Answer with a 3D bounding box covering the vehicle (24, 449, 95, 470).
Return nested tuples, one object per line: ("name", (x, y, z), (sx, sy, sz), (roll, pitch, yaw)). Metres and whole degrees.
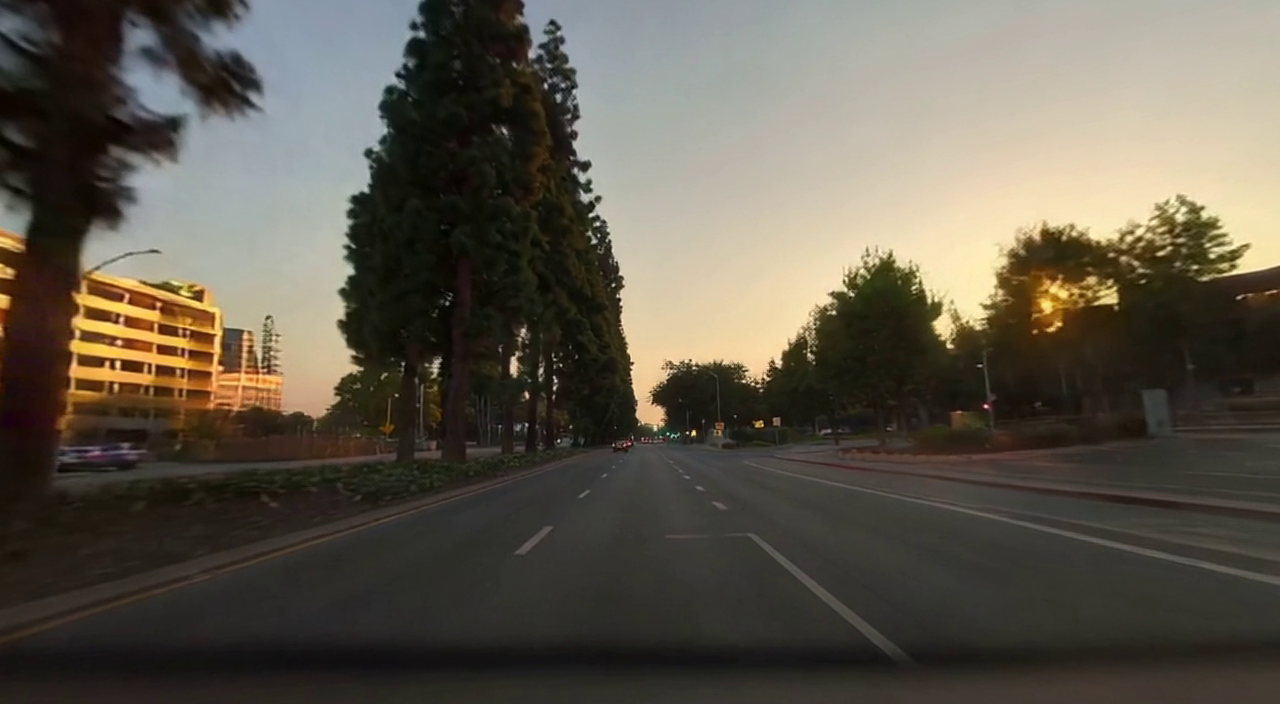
("vehicle", (-44.353, 8.218, 48.323), (3.709, 1.517, 1.833), (-1, -9, 4))
